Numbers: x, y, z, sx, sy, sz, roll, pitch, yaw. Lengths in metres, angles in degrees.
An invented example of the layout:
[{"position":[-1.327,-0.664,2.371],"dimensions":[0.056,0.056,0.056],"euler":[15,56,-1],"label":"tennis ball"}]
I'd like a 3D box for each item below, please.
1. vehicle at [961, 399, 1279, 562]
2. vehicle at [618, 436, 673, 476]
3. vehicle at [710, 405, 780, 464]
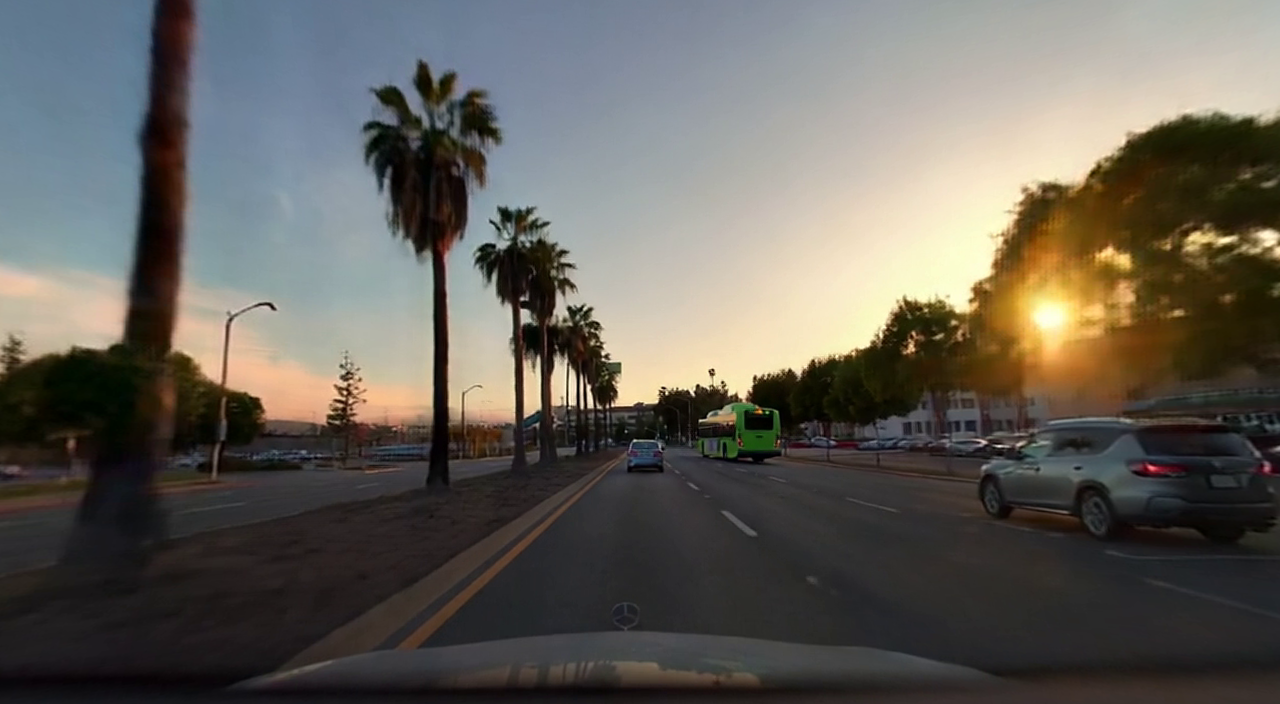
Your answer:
[{"position":[6.543,1.641,8.666],"dimensions":[2.031,1.670,4.154],"euler":[0,-9,0],"label":"vehicle"},{"position":[0.180,4.284,26.174],"dimensions":[2.065,1.477,4.306],"euler":[0,-9,-1],"label":"vehicle"},{"position":[6.581,5.447,41.030],"dimensions":[2.795,3.383,9.287],"euler":[0,-9,-1],"label":"vehicle"}]
